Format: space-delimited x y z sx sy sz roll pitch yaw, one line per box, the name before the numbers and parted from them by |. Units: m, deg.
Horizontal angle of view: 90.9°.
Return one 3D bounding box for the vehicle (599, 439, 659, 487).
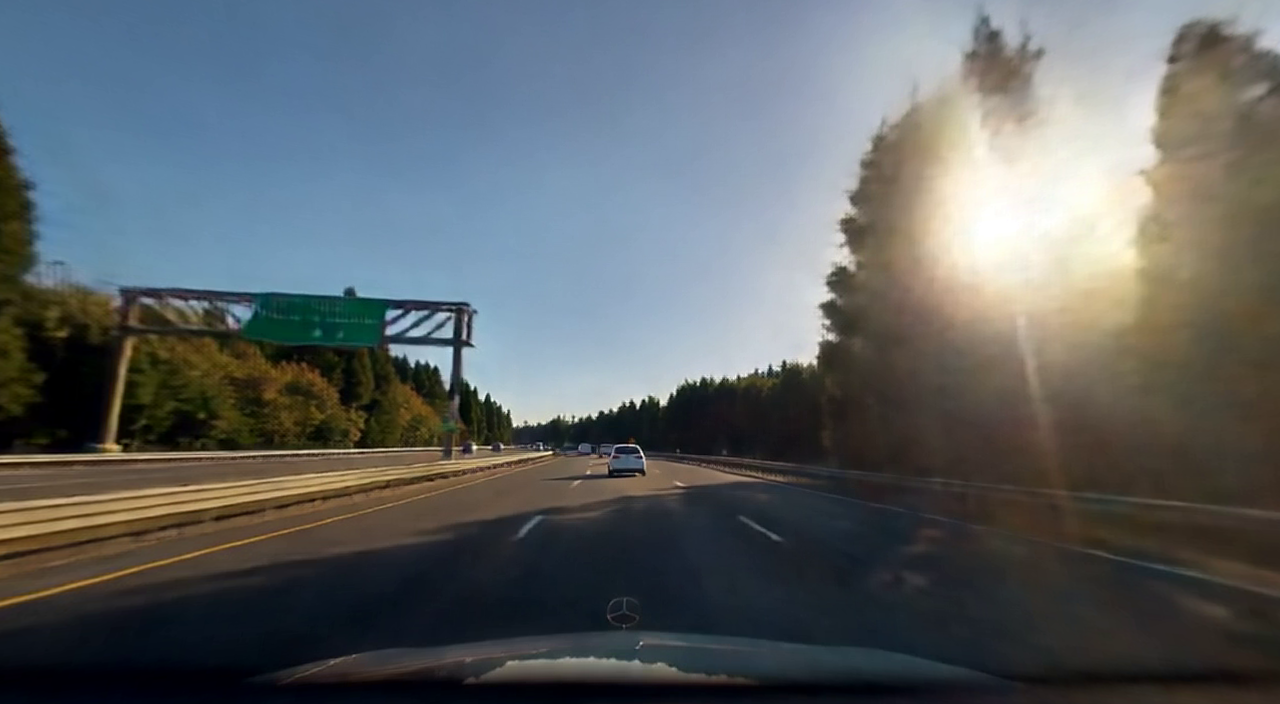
vehicle | -0.439 3.992 22.973 2.011 1.590 3.607 0 -9 -3
